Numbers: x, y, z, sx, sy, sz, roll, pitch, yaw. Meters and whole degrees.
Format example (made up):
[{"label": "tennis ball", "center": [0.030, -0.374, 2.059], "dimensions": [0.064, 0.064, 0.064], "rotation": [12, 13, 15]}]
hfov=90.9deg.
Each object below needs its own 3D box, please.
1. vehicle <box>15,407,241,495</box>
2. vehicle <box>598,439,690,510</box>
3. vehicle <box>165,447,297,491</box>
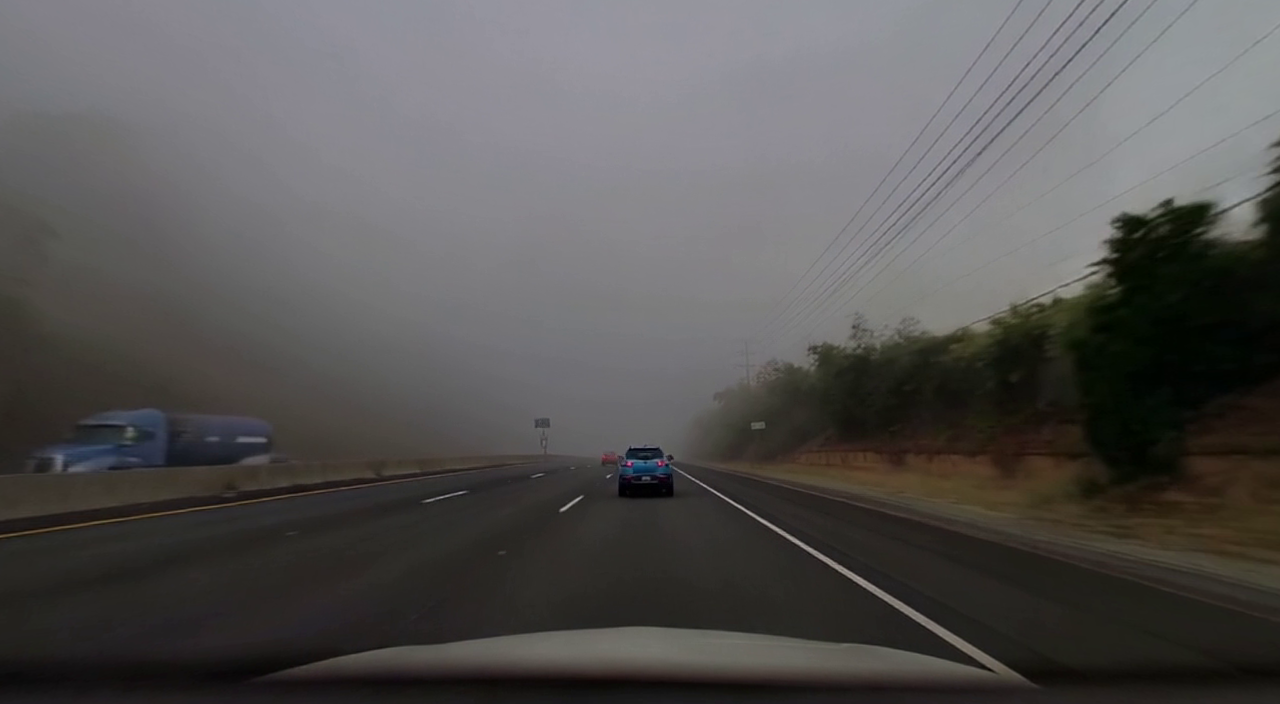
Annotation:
[{"label": "vehicle", "center": [-23.984, 4.789, 30.578], "dimensions": [2.966, 3.582, 9.355], "rotation": [0, -9, 0]}, {"label": "vehicle", "center": [0.077, 2.969, 15.703], "dimensions": [1.966, 1.499, 4.298], "rotation": [0, -9, 0]}, {"label": "vehicle", "center": [-15.731, 4.496, 24.612], "dimensions": [1.985, 1.504, 4.648], "rotation": [0, -9, 1]}]
